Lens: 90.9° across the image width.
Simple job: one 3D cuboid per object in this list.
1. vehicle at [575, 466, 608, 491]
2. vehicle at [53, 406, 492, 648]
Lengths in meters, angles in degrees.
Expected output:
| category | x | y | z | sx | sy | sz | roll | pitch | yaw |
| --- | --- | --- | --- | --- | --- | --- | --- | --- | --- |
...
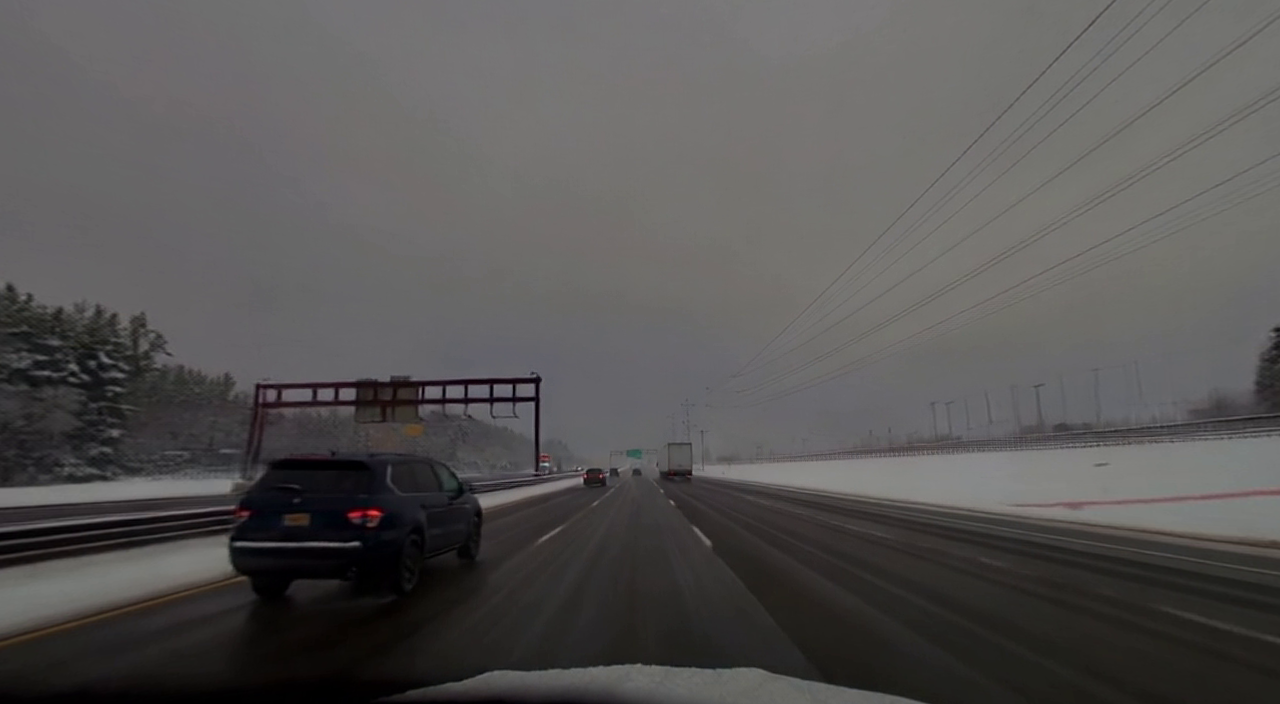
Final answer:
| category | x | y | z | sx | sy | sz | roll | pitch | yaw |
| --- | --- | --- | --- | --- | --- | --- | --- | --- | --- |
| vehicle | -3.289 | 8.683 | 43.390 | 1.942 | 1.597 | 3.943 | 1 | -11 | 0 |
| vehicle | -3.193 | 1.684 | 6.872 | 2.065 | 1.722 | 4.441 | 1 | -11 | 0 |
